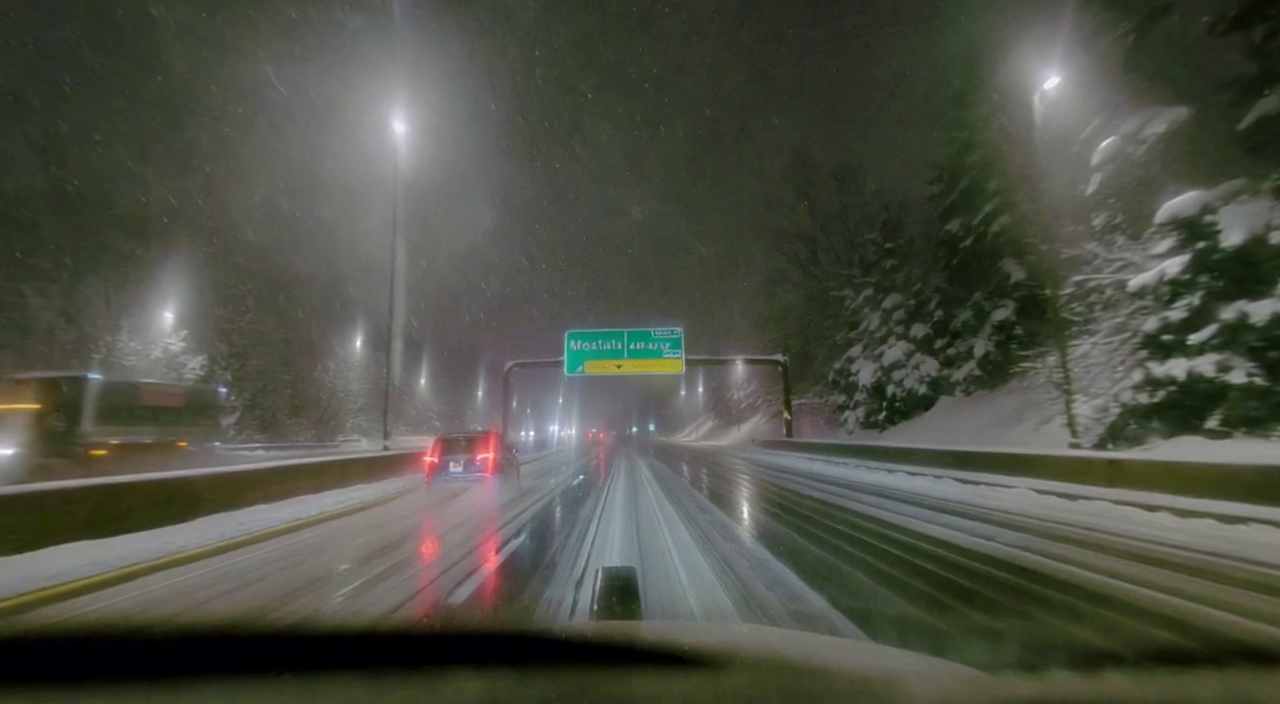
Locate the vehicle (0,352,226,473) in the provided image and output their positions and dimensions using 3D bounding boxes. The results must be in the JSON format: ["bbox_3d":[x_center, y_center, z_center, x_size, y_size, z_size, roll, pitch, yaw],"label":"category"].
[{"bbox_3d":[-22.423,2.707,25.925,2.964,3.896,12.144,0,-8,-2],"label":"vehicle"}]

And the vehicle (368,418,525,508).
[{"bbox_3d":[-3.847,2.267,13.407,2.062,1.591,4.156,0,-8,-1],"label":"vehicle"}]
